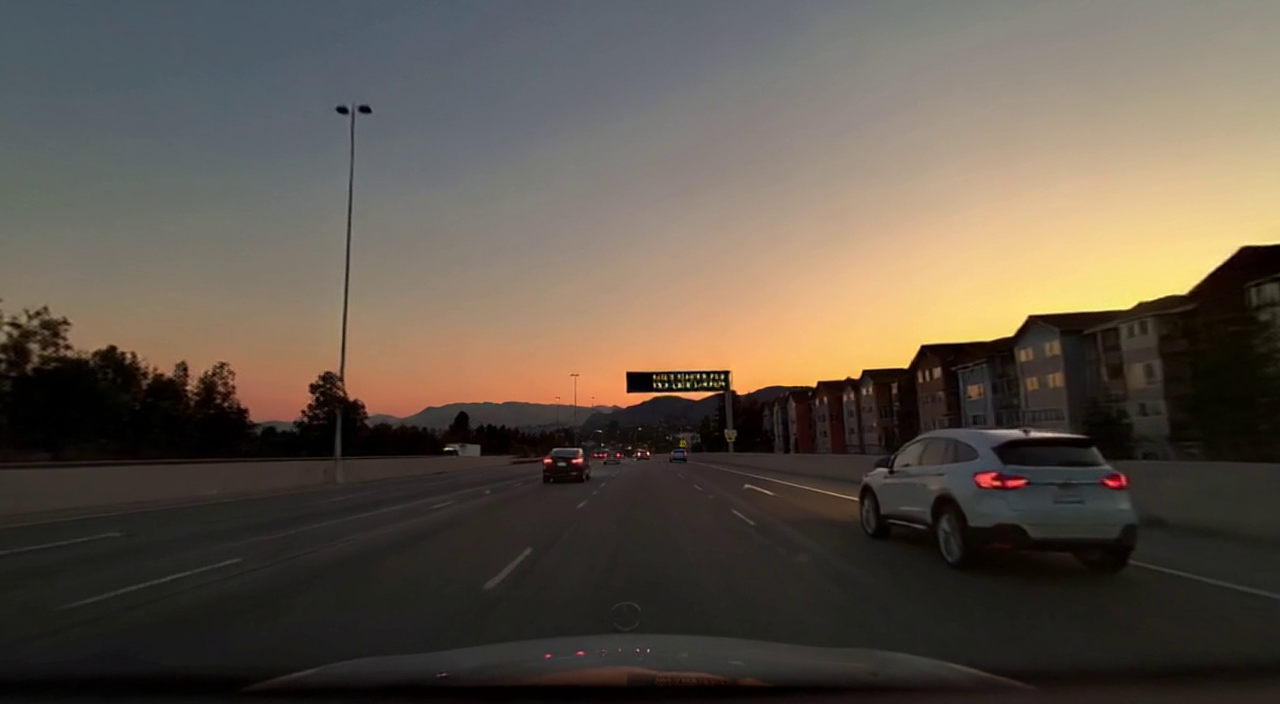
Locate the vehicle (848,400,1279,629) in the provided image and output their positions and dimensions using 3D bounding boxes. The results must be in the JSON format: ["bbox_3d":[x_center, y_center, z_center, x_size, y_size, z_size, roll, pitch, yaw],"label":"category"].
[{"bbox_3d":[4.282,1.596,7.211,2.170,1.733,4.631,0,-9,0],"label":"vehicle"}]

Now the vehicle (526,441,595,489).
[{"bbox_3d":[-3.095,4.533,25.558,2.075,1.721,4.763,0,-9,1],"label":"vehicle"}]
